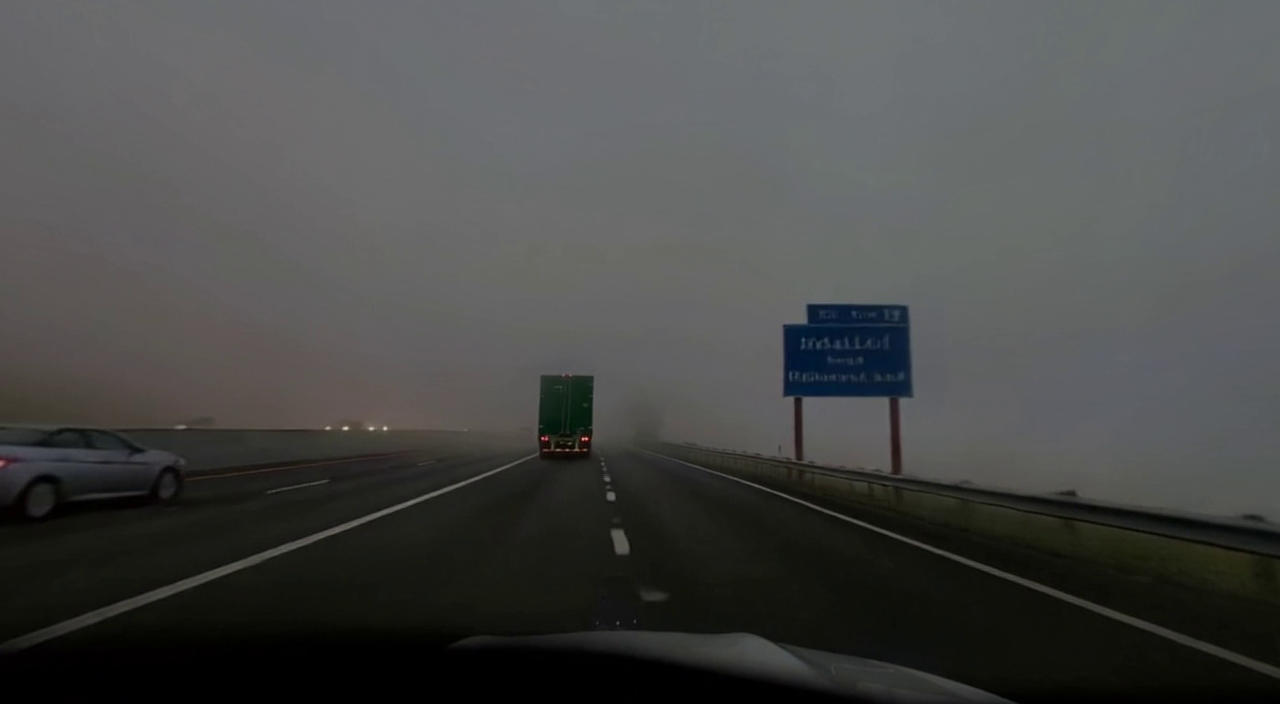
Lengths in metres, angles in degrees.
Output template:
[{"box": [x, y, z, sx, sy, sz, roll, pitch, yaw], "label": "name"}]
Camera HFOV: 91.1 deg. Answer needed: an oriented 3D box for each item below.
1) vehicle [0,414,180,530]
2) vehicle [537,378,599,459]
[{"box": [-9.628, 1.724, 9.310, 2.138, 1.531, 4.864, 0, -8, -3], "label": "vehicle"}, {"box": [-4.015, 4.140, 37.452, 3.002, 3.987, 12.477, 1, -8, -4], "label": "vehicle"}]
